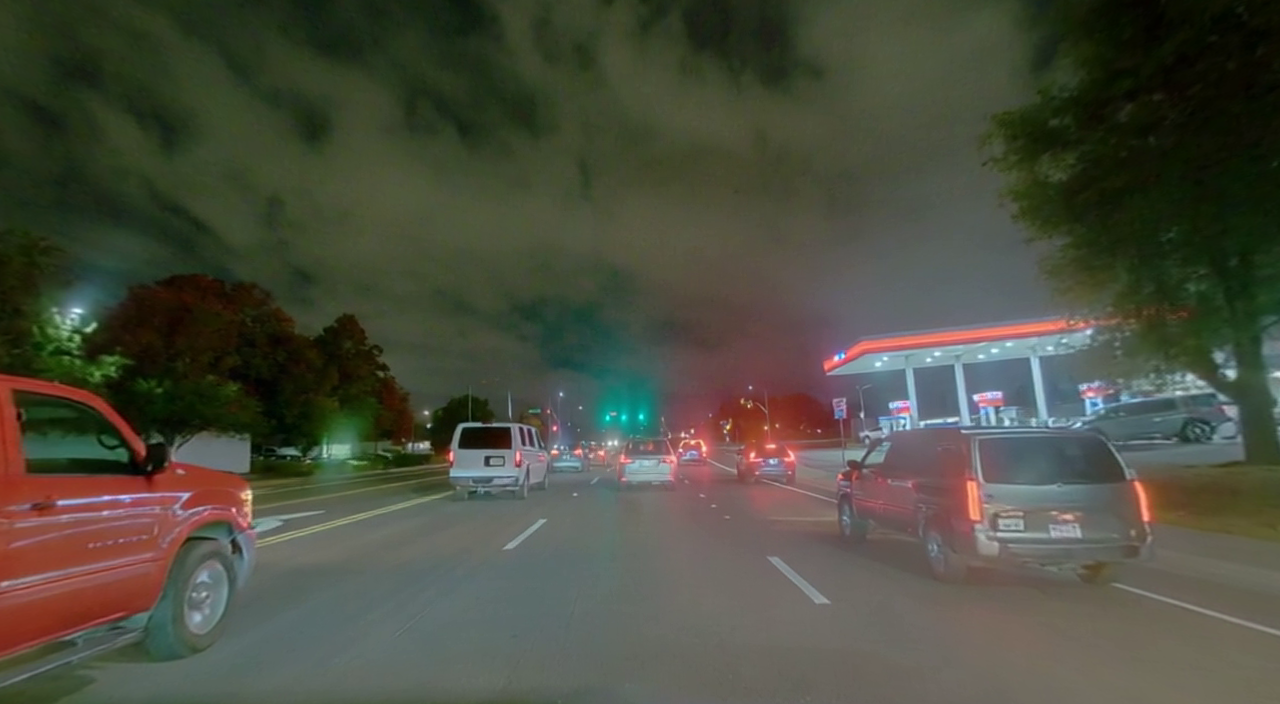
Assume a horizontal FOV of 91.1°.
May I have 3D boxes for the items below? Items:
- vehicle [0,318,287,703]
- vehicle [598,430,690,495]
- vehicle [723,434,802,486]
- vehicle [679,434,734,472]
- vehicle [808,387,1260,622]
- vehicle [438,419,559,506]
[{"bbox_3d":[-3.489,0.638,1.666,2.002,1.747,5.173,0,-8,1],"label":"vehicle"},{"bbox_3d":[0.073,3.338,19.444,2.426,1.703,5.602,0,-8,-1],"label":"vehicle"},{"bbox_3d":[4.385,3.920,23.179,2.119,1.696,4.623,0,-8,2],"label":"vehicle"},{"bbox_3d":[3.294,5.111,31.983,2.193,1.795,5.130,0,-8,0],"label":"vehicle"},{"bbox_3d":[3.673,1.517,7.284,2.055,1.786,4.817,0,-8,-1],"label":"vehicle"},{"bbox_3d":[-3.509,2.863,16.694,2.025,1.936,4.995,0,-8,0],"label":"vehicle"}]
